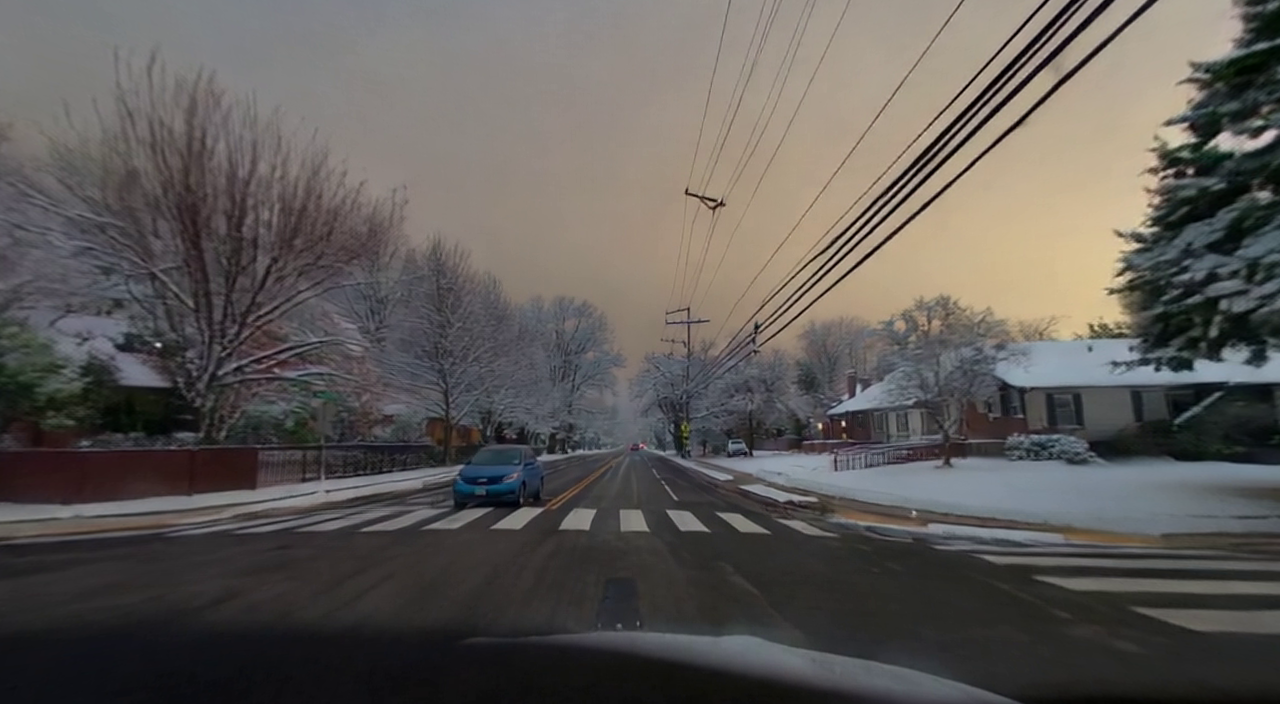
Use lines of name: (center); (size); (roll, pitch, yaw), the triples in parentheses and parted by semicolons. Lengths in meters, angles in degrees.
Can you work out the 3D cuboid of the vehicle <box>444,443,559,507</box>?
vehicle: (-3.558, 3.224, 17.072); (2.102, 1.463, 4.024); (0, -8, 1)
